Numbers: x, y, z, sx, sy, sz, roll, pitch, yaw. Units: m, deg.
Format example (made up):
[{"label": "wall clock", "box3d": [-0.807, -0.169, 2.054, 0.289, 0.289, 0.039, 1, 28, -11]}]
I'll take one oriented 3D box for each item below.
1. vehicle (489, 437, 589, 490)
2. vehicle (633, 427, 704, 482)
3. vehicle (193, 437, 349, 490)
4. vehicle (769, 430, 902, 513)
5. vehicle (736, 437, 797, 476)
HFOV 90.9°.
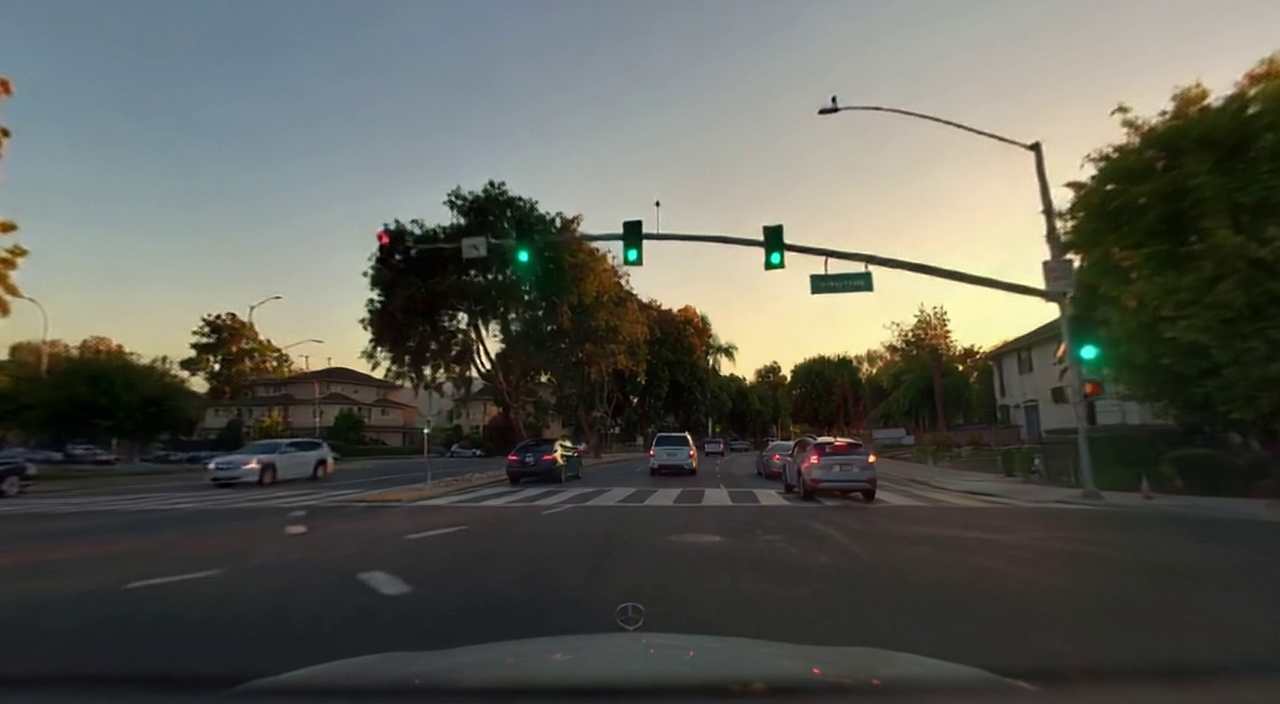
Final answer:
[{"label": "vehicle", "box3d": [-3.003, 3.459, 19.922, 2.006, 1.464, 4.586, -1, -9, 5]}, {"label": "vehicle", "box3d": [1.146, 3.714, 23.008, 2.250, 1.768, 4.574, -1, -9, 6]}, {"label": "vehicle", "box3d": [-11.767, 3.581, 20.572, 2.009, 1.527, 4.534, -1, -9, 6]}, {"label": "vehicle", "box3d": [4.039, 2.516, 13.654, 1.859, 1.540, 3.454, -1, -9, 2]}, {"label": "vehicle", "box3d": [5.239, 4.402, 26.683, 2.117, 1.472, 4.158, -1, -9, 6]}]
